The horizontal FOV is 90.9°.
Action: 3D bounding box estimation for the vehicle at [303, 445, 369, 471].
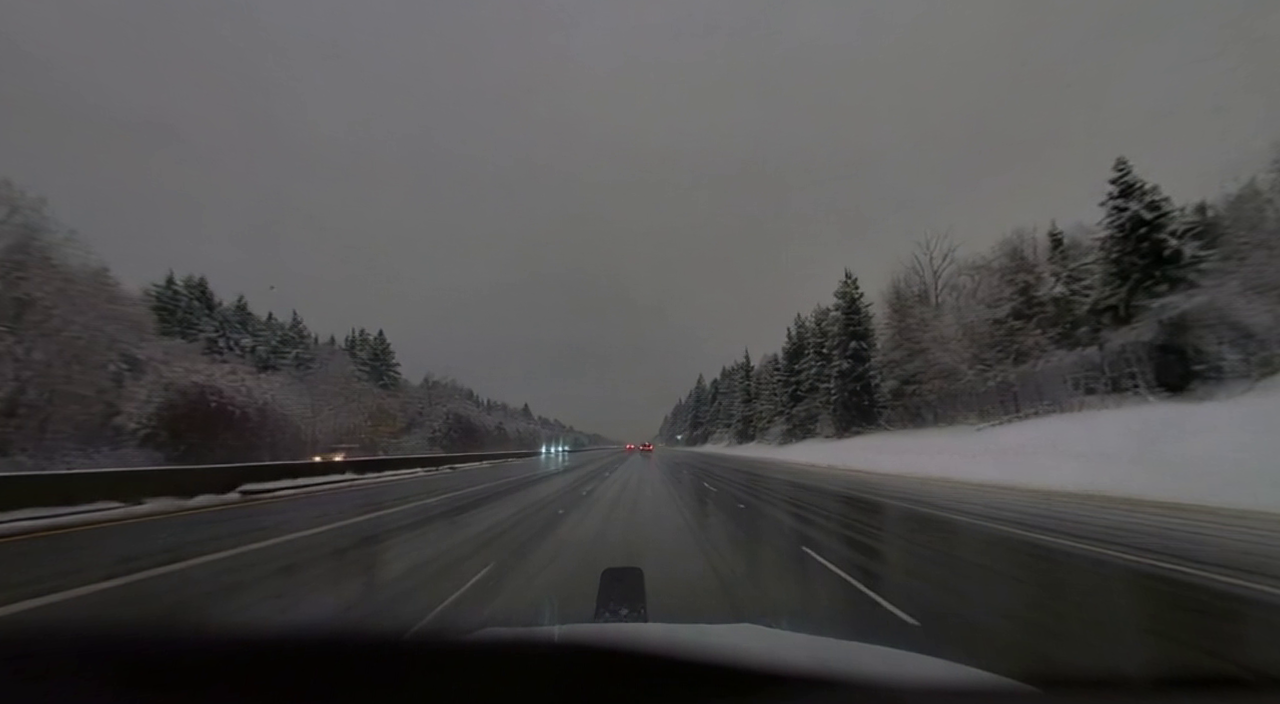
[{"bbox_3d":[-21.250,7.373,44.325,2.028,1.699,4.936,0,-8,1],"label":"vehicle"}]
